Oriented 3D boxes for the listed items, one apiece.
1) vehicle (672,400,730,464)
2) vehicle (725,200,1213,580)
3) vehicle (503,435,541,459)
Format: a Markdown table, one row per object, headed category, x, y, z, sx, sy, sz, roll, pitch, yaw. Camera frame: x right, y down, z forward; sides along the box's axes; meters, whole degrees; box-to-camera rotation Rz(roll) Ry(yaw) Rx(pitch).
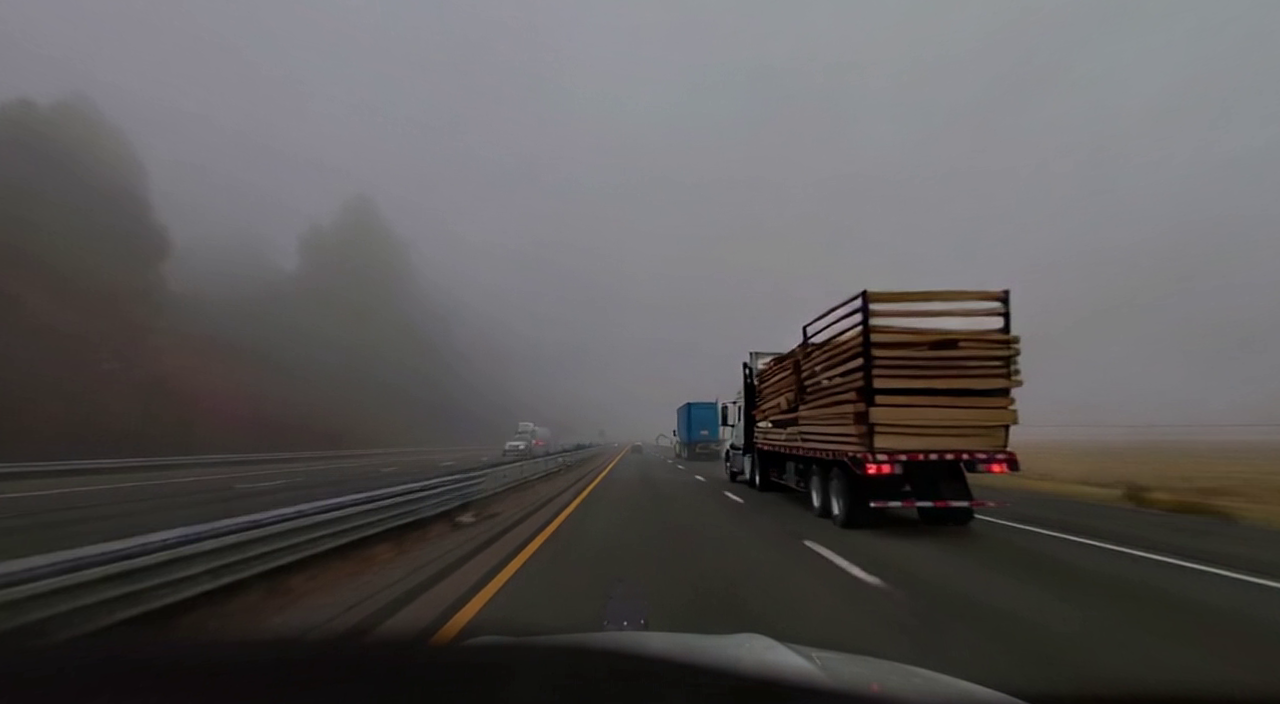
| category | x | y | z | sx | sy | sz | roll | pitch | yaw |
| --- | --- | --- | --- | --- | --- | --- | --- | --- | --- |
| vehicle | 4.274 | 6.232 | 48.338 | 3.023 | 4.054 | 16.882 | 0 | -8 | 1 |
| vehicle | 4.390 | 1.229 | 13.620 | 3.024 | 4.065 | 13.796 | -1 | -7 | 0 |
| vehicle | -8.813 | 7.150 | 47.223 | 1.952 | 1.647 | 4.249 | 0 | -8 | 1 |
